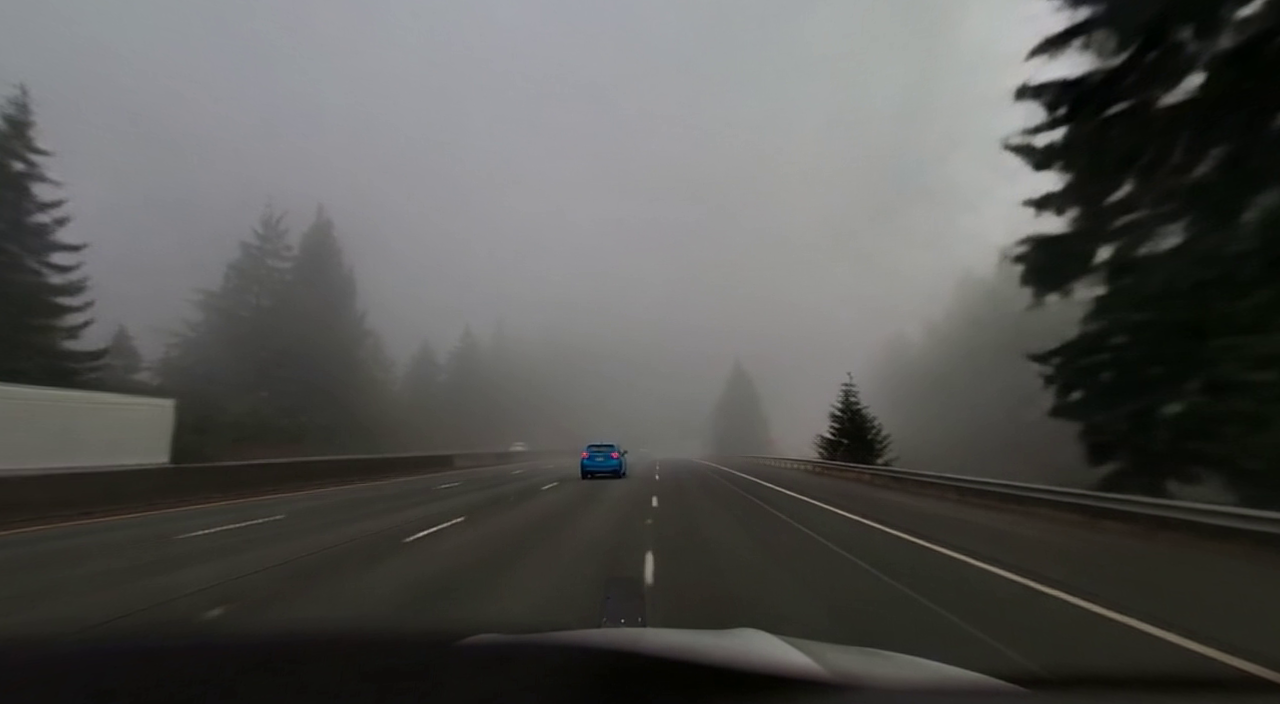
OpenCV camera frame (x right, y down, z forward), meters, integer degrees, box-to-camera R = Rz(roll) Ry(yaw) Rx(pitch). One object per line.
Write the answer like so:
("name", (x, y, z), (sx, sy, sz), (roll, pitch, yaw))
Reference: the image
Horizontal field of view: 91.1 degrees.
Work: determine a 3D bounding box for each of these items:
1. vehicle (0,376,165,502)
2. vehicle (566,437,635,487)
("vehicle", (-22.664, 2.673, 19.338), (2.972, 4.100, 16.483), (-1, -8, 1))
("vehicle", (-1.380, 4.083, 23.702), (2.133, 1.686, 4.203), (-1, -8, 2))
